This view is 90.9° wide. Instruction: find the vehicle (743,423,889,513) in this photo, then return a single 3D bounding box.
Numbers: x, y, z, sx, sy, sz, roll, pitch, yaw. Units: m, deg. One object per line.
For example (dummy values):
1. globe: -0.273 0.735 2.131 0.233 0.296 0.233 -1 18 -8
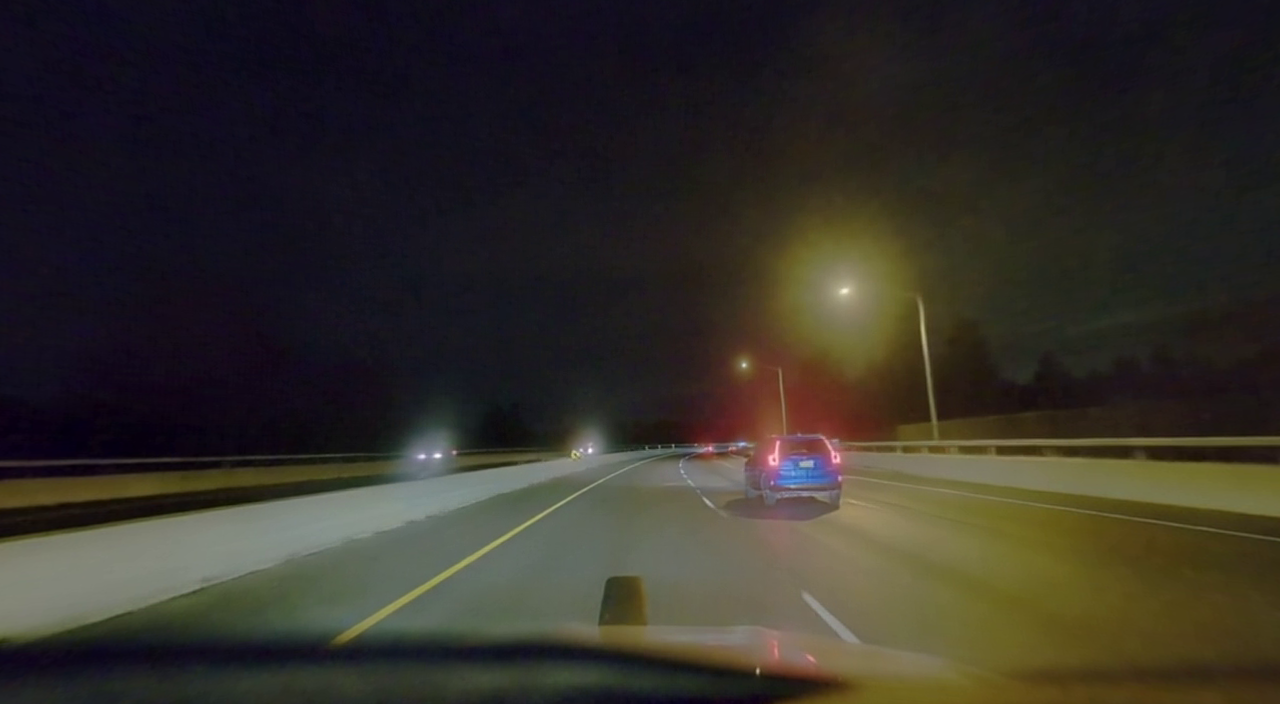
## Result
1. vehicle: 3.805 2.599 14.591 2.143 1.730 4.303 -1 -8 0
